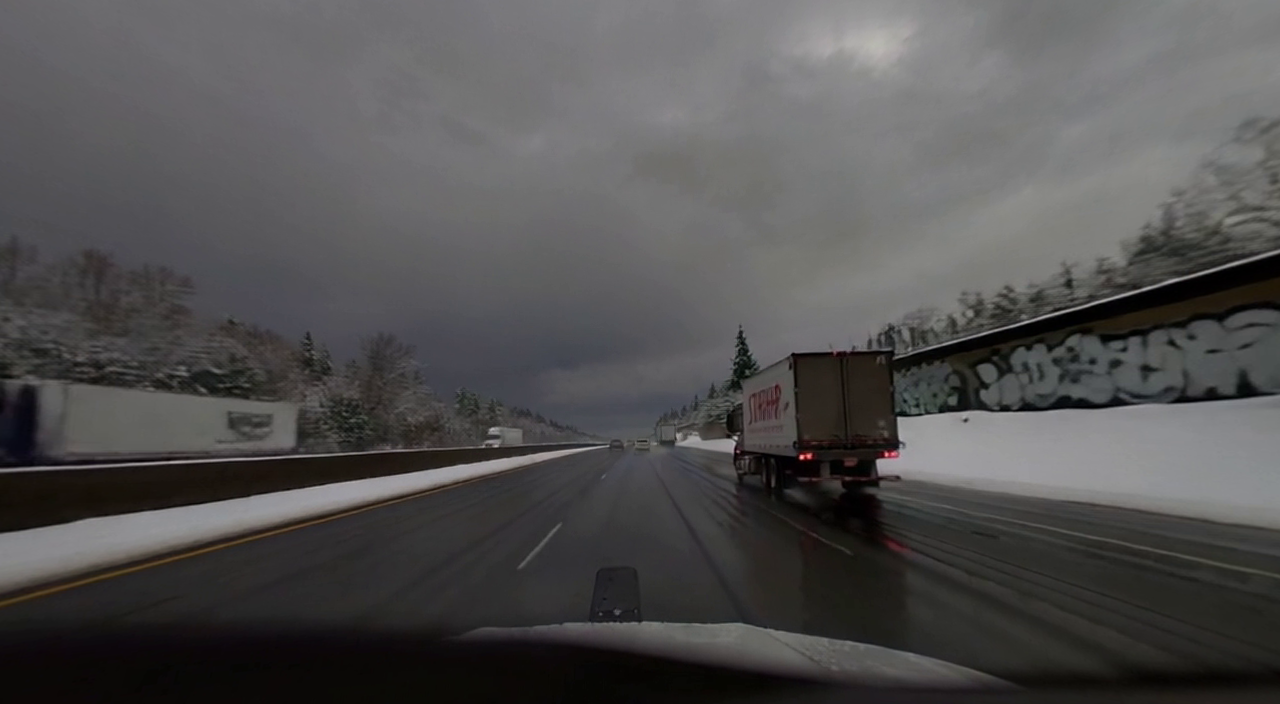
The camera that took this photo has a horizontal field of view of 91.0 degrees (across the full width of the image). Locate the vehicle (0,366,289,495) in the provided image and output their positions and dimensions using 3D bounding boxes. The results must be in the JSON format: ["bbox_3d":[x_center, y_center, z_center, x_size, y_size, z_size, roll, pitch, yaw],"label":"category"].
[{"bbox_3d":[-20.756,3.387,26.153,2.963,3.836,16.669,0,-8,0],"label":"vehicle"}]

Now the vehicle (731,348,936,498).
[{"bbox_3d":[5.245,2.363,19.960,2.949,3.470,10.539,0,-8,-1],"label":"vehicle"}]
